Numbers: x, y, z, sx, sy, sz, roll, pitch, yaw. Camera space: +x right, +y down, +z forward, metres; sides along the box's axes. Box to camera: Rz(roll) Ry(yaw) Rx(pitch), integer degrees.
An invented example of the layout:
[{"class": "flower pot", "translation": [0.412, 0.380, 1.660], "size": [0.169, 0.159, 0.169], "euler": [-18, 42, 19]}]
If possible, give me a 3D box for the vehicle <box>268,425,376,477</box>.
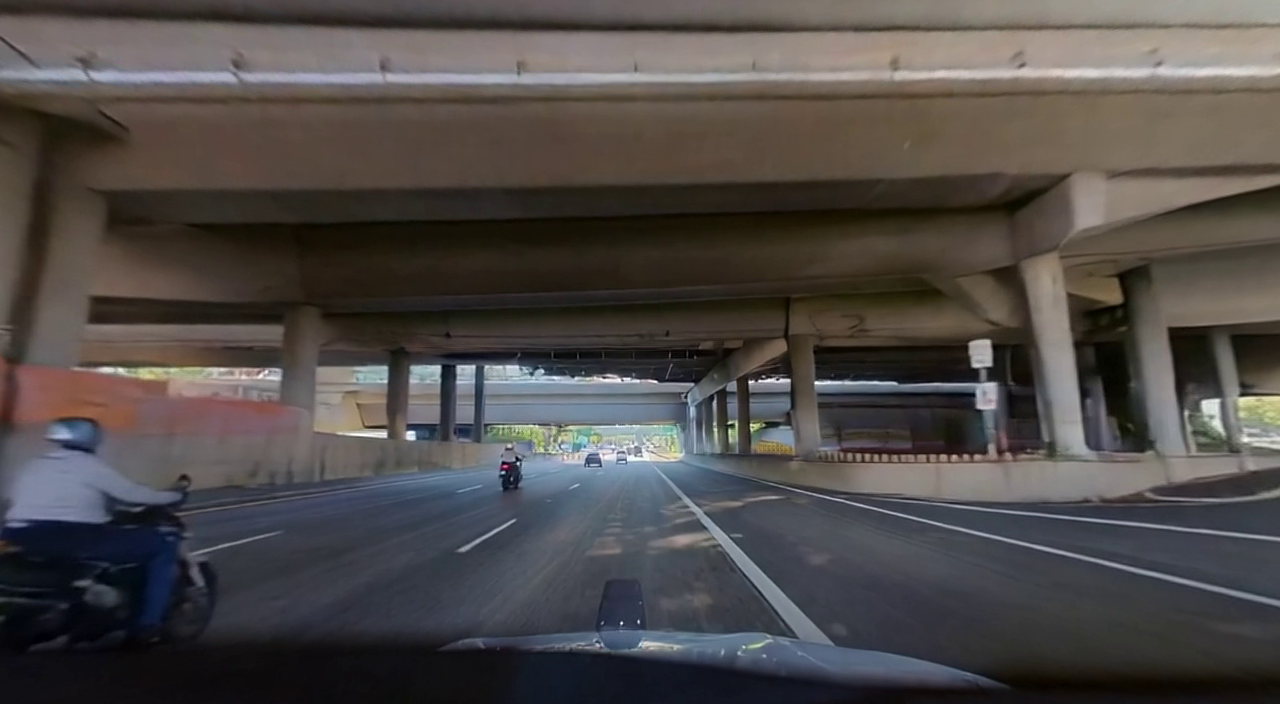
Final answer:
[{"class": "vehicle", "translation": [-24.130, 7.618, 48.780], "size": [2.882, 3.551, 10.371], "euler": [0, -9, 0]}]
